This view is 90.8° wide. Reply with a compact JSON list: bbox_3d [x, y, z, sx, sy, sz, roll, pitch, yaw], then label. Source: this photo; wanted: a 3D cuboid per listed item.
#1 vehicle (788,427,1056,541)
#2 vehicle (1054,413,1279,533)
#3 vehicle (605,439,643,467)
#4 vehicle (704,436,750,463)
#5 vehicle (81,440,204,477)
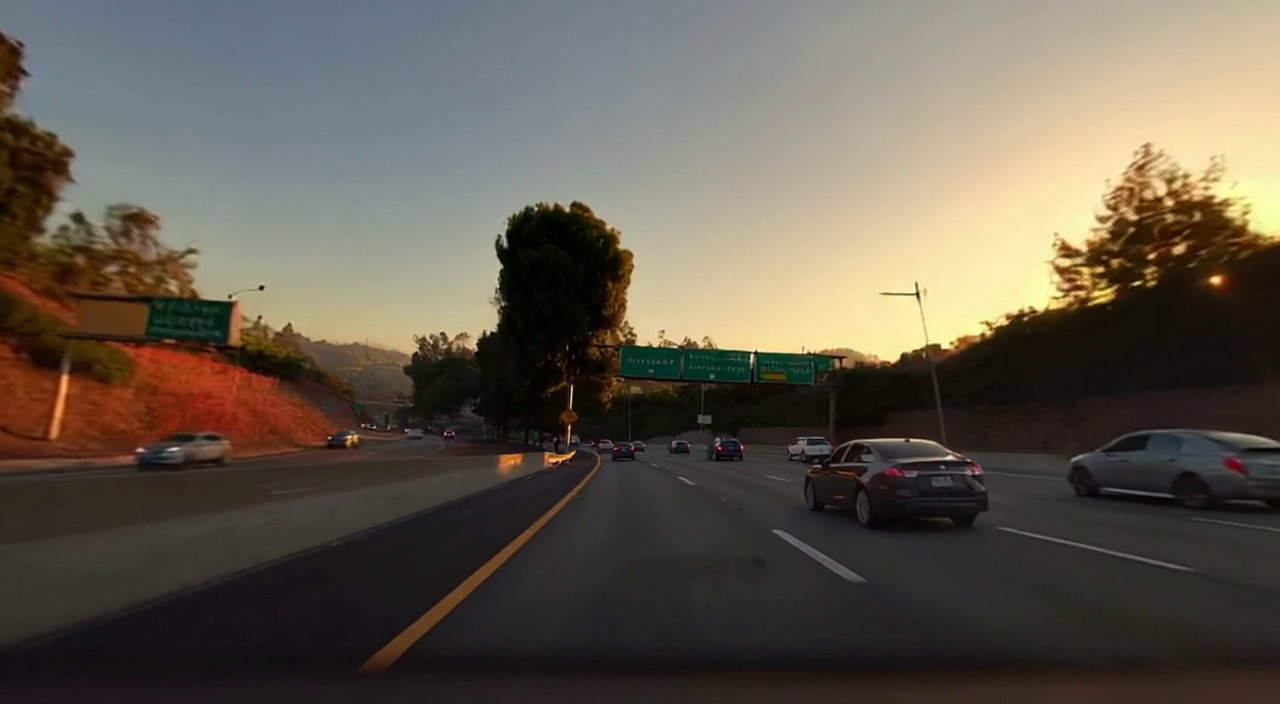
[{"bbox_3d":[4.328,2.122,10.826,2.196,1.494,4.735,1,-9,-3],"label":"vehicle"},{"bbox_3d":[9.585,1.934,10.466,2.056,1.609,4.761,0,-9,-2],"label":"vehicle"},{"bbox_3d":[-1.020,6.023,37.746,2.090,1.510,4.280,1,-9,-4],"label":"vehicle"},{"bbox_3d":[5.460,6.190,40.122,2.094,1.652,3.955,1,-9,-5],"label":"vehicle"},{"bbox_3d":[-22.936,4.922,29.461,2.035,1.565,5.011,1,-9,-6],"label":"vehicle"}]
